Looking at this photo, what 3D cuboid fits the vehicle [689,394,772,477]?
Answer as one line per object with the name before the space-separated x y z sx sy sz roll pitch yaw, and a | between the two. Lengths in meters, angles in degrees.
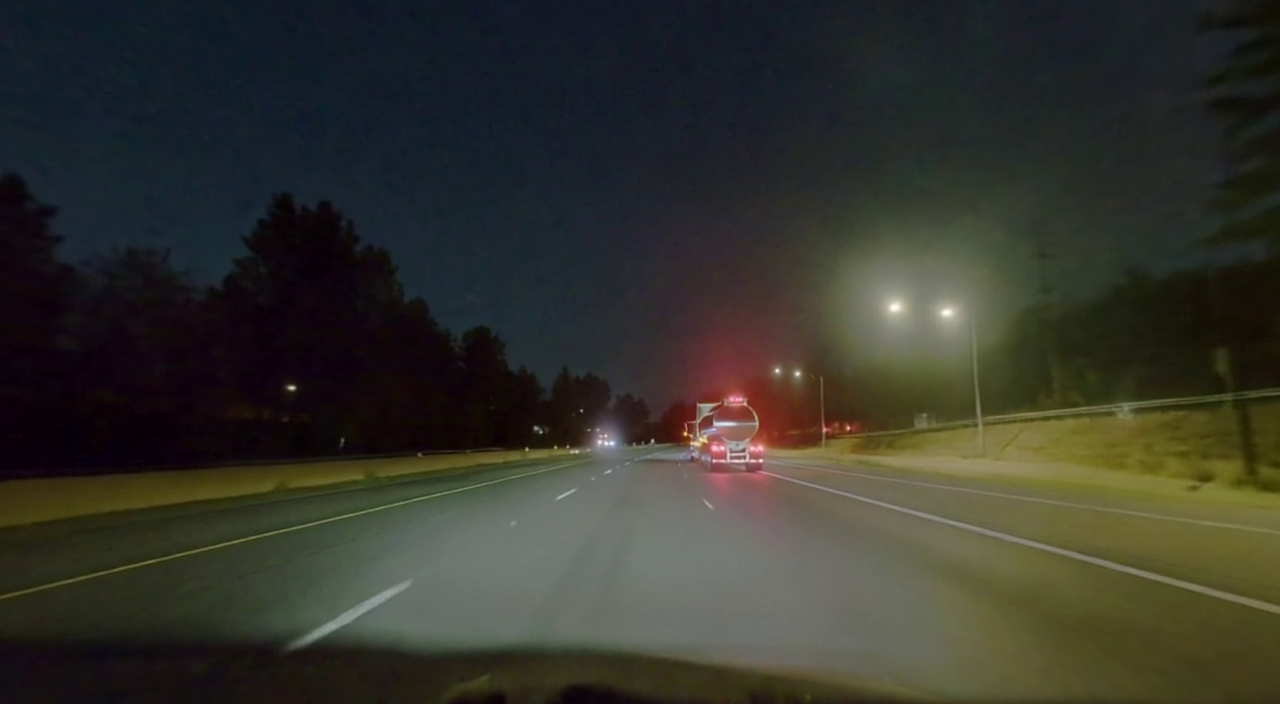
vehicle | 4.538 4.726 35.088 2.880 3.624 14.397 -1 -8 2
